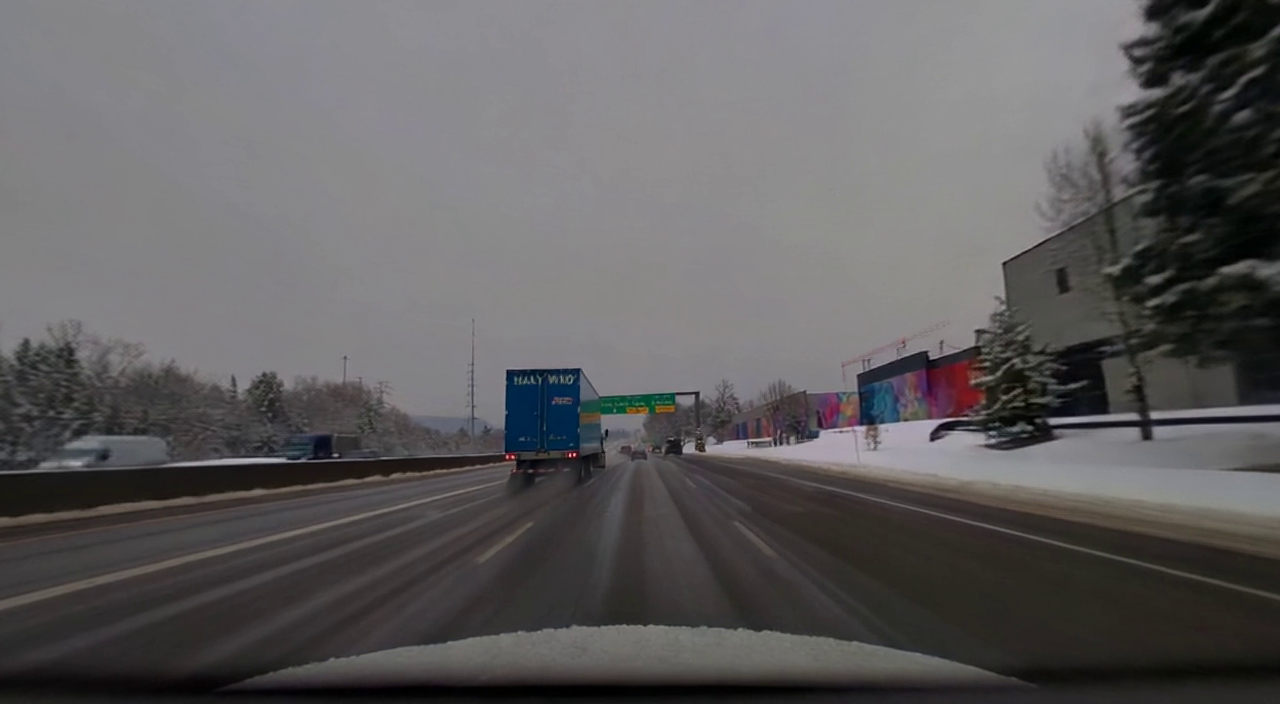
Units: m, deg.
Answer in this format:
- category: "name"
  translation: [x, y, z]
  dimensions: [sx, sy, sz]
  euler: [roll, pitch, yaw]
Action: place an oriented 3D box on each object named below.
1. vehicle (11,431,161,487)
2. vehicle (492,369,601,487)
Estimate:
- category: "vehicle"
  translation: [-28.411, 5.468, 32.744]
  dimensions: [2.426, 2.602, 5.759]
  euler: [0, -8, 1]
- category: "vehicle"
  translation: [-3.512, 3.164, 26.376]
  dimensions: [2.977, 4.048, 8.890]
  euler: [0, -7, 1]
